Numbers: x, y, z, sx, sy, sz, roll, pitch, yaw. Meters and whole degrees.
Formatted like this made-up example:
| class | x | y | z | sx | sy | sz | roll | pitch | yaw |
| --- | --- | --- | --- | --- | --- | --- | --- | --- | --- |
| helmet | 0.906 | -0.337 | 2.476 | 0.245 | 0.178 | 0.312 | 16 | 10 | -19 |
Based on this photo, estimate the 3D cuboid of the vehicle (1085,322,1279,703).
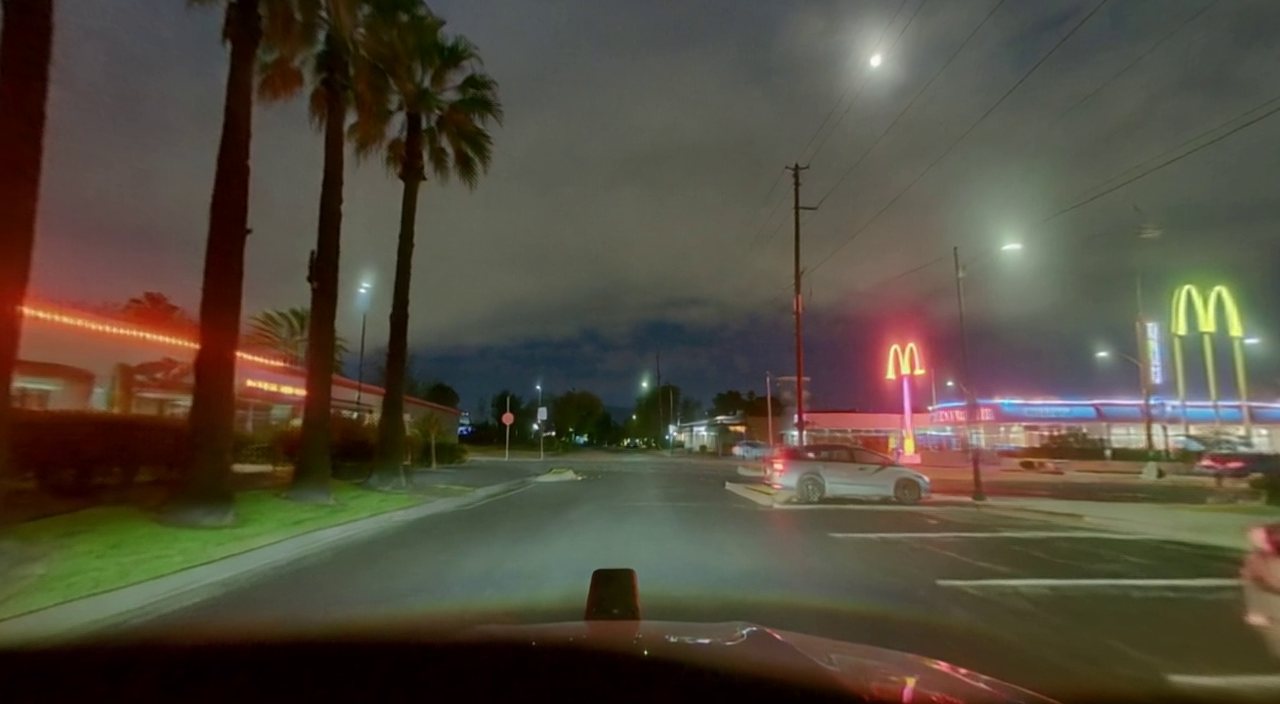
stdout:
| class | x | y | z | sx | sy | sz | roll | pitch | yaw |
| --- | --- | --- | --- | --- | --- | --- | --- | --- | --- |
| vehicle | 5.553 | 0.865 | 3.021 | 5.491 | 1.843 | 2.103 | 2 | -10 | -8 |

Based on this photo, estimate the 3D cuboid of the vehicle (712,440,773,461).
| class | x | y | z | sx | sy | sz | roll | pitch | yaw |
| --- | --- | --- | --- | --- | --- | --- | --- | --- | --- |
| vehicle | 7.693 | 7.455 | 47.804 | 4.287 | 1.519 | 1.753 | 0 | -9 | -2 |

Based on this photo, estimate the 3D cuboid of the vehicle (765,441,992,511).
| class | x | y | z | sx | sy | sz | roll | pitch | yaw |
| --- | --- | --- | --- | --- | --- | --- | --- | --- | --- |
| vehicle | 5.687 | 2.959 | 15.445 | 4.742 | 1.506 | 1.919 | 0 | -7 | -5 |
